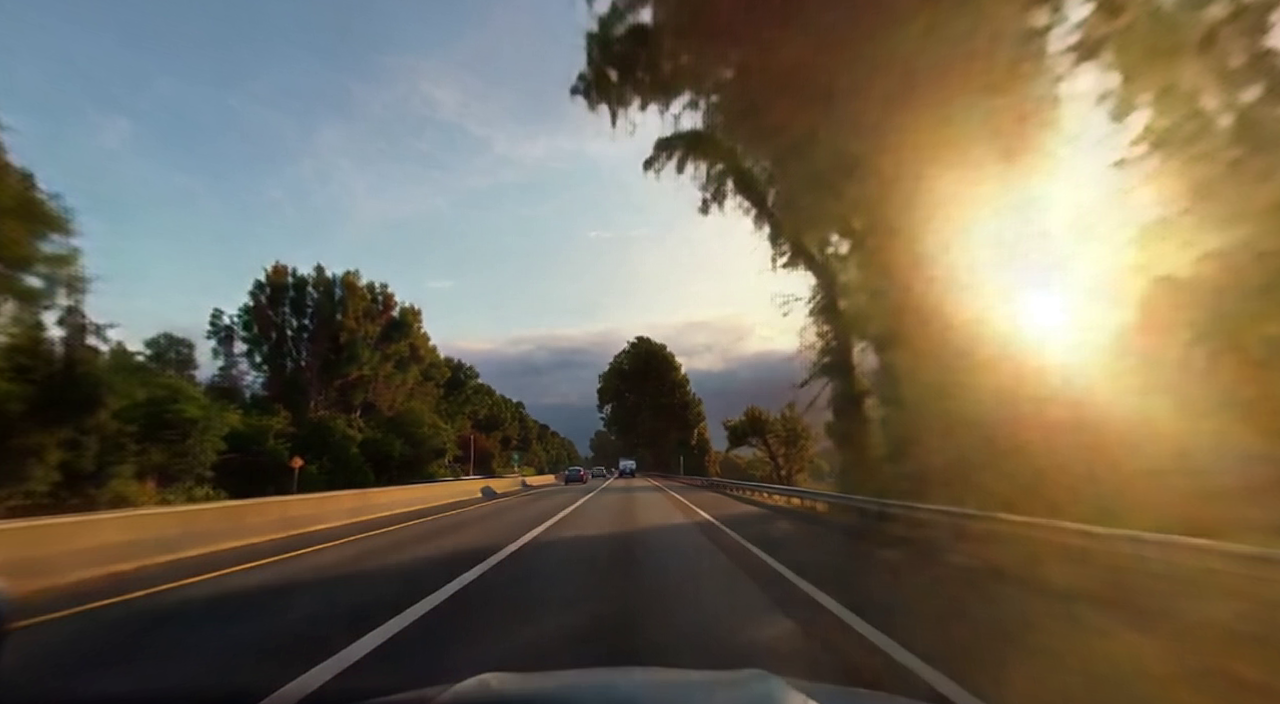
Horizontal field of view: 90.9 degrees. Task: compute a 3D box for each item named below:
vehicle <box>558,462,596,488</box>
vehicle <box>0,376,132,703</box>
[{"bbox_3d":[-4.148,8.236,42.239,2.068,1.592,4.479,1,-10,0],"label":"vehicle"},{"bbox_3d":[-3.889,0.625,1.042,2.123,1.666,4.709,1,-10,0],"label":"vehicle"}]
